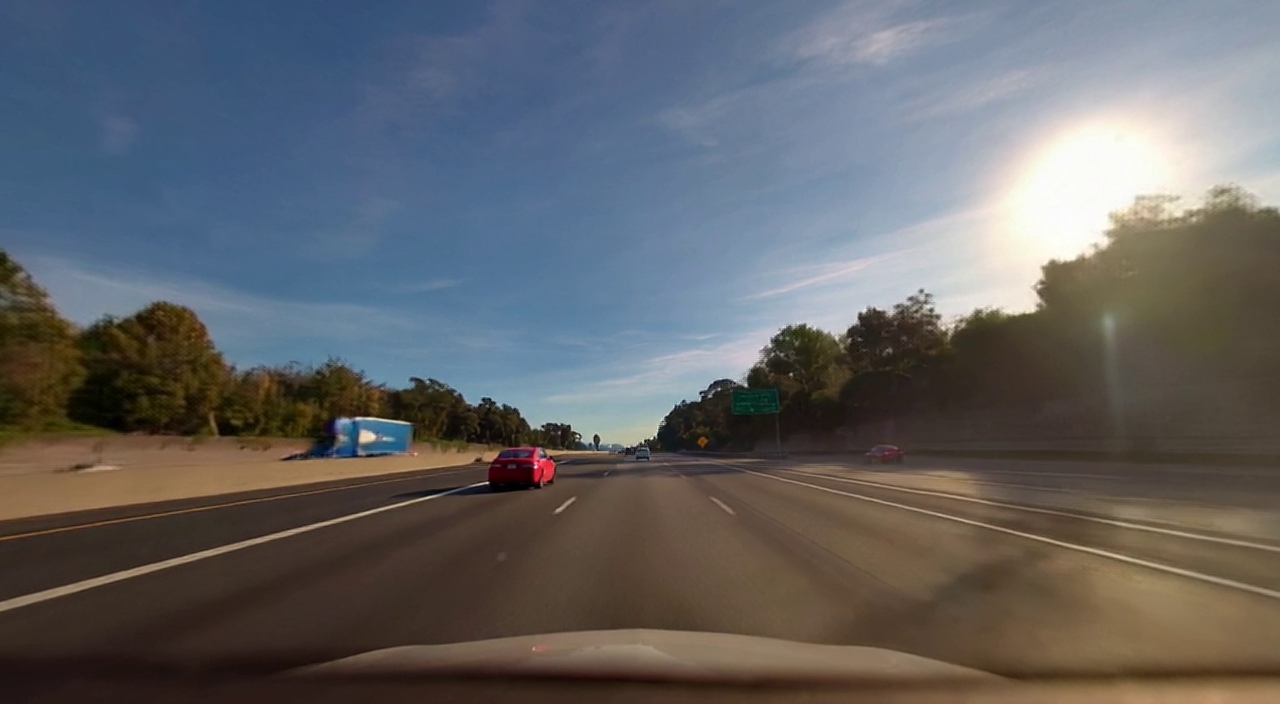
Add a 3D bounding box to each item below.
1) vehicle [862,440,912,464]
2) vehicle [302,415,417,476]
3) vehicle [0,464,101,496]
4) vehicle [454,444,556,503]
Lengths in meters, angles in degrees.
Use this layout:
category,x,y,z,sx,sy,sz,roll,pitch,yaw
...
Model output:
category,x,y,z,sx,sy,sz,roll,pitch,yaw
vehicle,18.504,7.502,47.410,1.925,1.648,4.367,0,-9,-1
vehicle,-20.471,7.054,47.365,3.002,3.888,12.377,0,-9,0
vehicle,-31.372,6.693,33.324,1.998,1.470,4.302,0,-9,-2
vehicle,-3.676,3.400,18.090,1.873,1.438,4.546,0,-9,1
